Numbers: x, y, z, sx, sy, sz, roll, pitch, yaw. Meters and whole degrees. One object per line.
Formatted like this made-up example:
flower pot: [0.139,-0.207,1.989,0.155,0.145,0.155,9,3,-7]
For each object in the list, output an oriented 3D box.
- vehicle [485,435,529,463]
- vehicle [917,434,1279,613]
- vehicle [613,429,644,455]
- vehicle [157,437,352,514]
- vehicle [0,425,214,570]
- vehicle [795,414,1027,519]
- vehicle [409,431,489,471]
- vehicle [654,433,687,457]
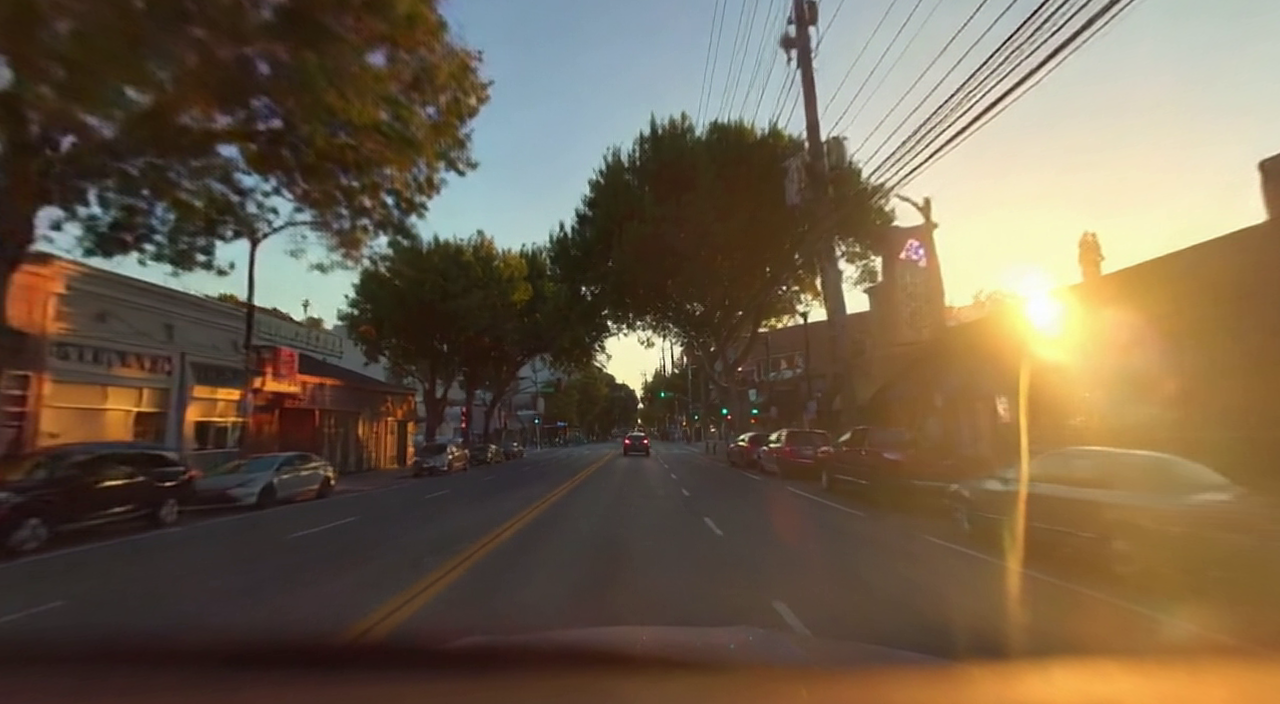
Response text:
vehicle: [-10.046,7.388,48.221,2.048,1.985,6.011,0,-8,0]
vehicle: [5.588,1.762,7.818,2.089,1.459,4.930,0,-7,0]
vehicle: [-0.855,6.867,48.295,2.301,1.854,4.919,0,-8,-1]
vehicle: [-10.105,3.214,17.318,1.988,1.718,5.661,0,-8,-2]
vehicle: [-10.077,2.350,11.084,2.020,2.013,4.758,0,-8,-3]
vehicle: [5.564,2.442,14.279,2.293,1.830,6.070,0,-8,-3]
vehicle: [-9.678,5.081,32.634,2.305,1.883,5.580,0,-8,1]
vehicle: [2.049,6.398,43.662,1.998,1.580,4.015,0,-8,-1]
